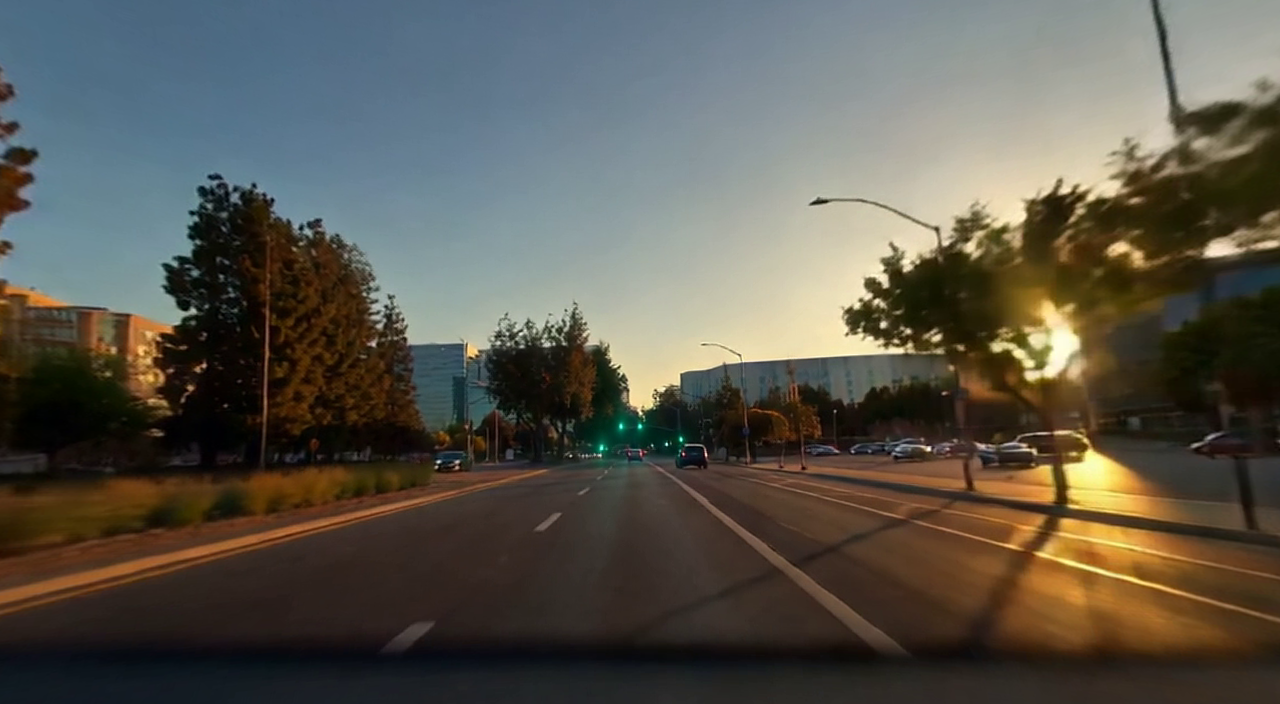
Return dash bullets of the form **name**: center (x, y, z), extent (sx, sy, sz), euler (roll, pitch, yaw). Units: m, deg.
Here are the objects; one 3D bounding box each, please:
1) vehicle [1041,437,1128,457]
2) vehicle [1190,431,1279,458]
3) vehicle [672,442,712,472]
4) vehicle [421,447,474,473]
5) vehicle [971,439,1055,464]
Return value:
- **vehicle**: center (34.487, 7.377, 49.081), extent (4.993, 1.444, 2.237), euler (-1, -9, 2)
- **vehicle**: center (34.377, 5.254, 35.779), extent (4.468, 1.455, 1.910), euler (-1, -9, 3)
- **vehicle**: center (3.218, 6.625, 40.052), extent (2.069, 1.761, 4.610), euler (0, -9, -1)
- **vehicle**: center (-12.768, 7.191, 42.274), extent (1.975, 1.638, 4.706), euler (-1, -9, 1)
- **vehicle**: center (22.915, 6.108, 38.895), extent (3.845, 1.471, 2.043), euler (0, -9, -1)
